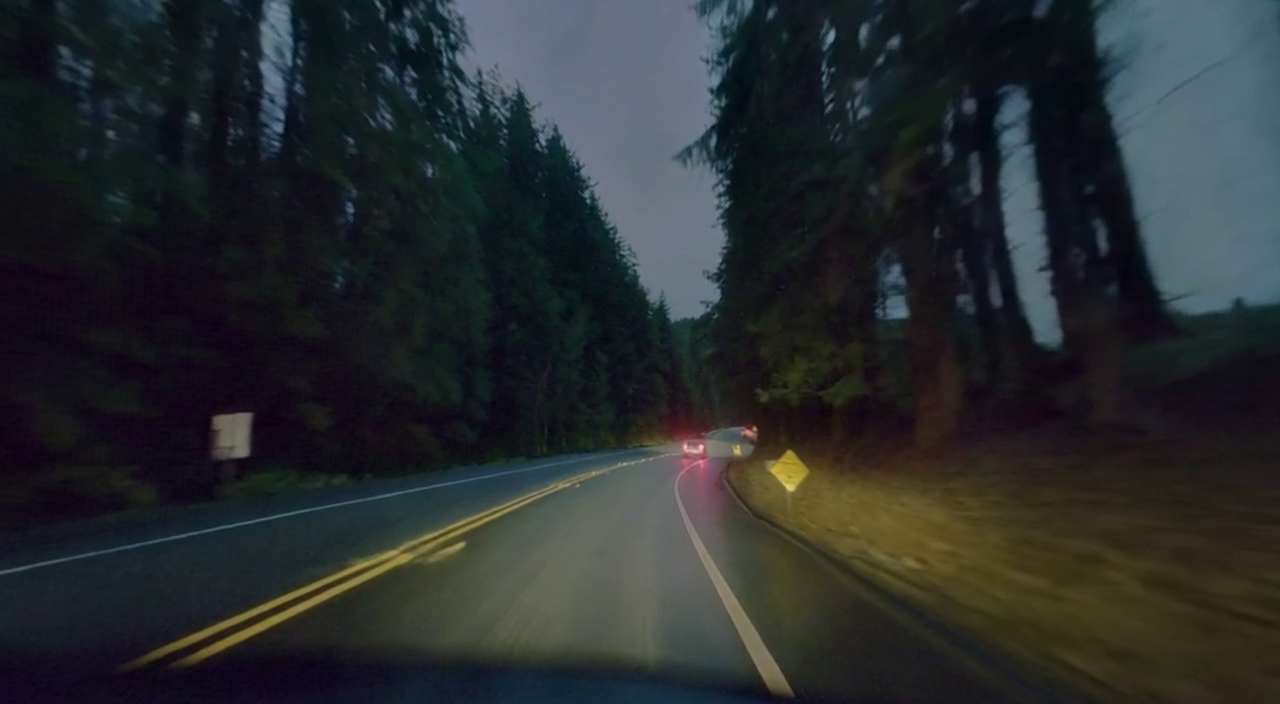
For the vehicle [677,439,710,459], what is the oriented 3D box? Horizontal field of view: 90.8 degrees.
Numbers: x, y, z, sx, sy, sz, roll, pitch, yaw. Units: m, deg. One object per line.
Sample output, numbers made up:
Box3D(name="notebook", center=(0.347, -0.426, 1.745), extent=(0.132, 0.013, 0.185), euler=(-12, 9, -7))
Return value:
Box3D(name="vehicle", center=(4.265, 7.670, 49.876), extent=(2.042, 1.489, 4.078), euler=(-2, -9, 13))
